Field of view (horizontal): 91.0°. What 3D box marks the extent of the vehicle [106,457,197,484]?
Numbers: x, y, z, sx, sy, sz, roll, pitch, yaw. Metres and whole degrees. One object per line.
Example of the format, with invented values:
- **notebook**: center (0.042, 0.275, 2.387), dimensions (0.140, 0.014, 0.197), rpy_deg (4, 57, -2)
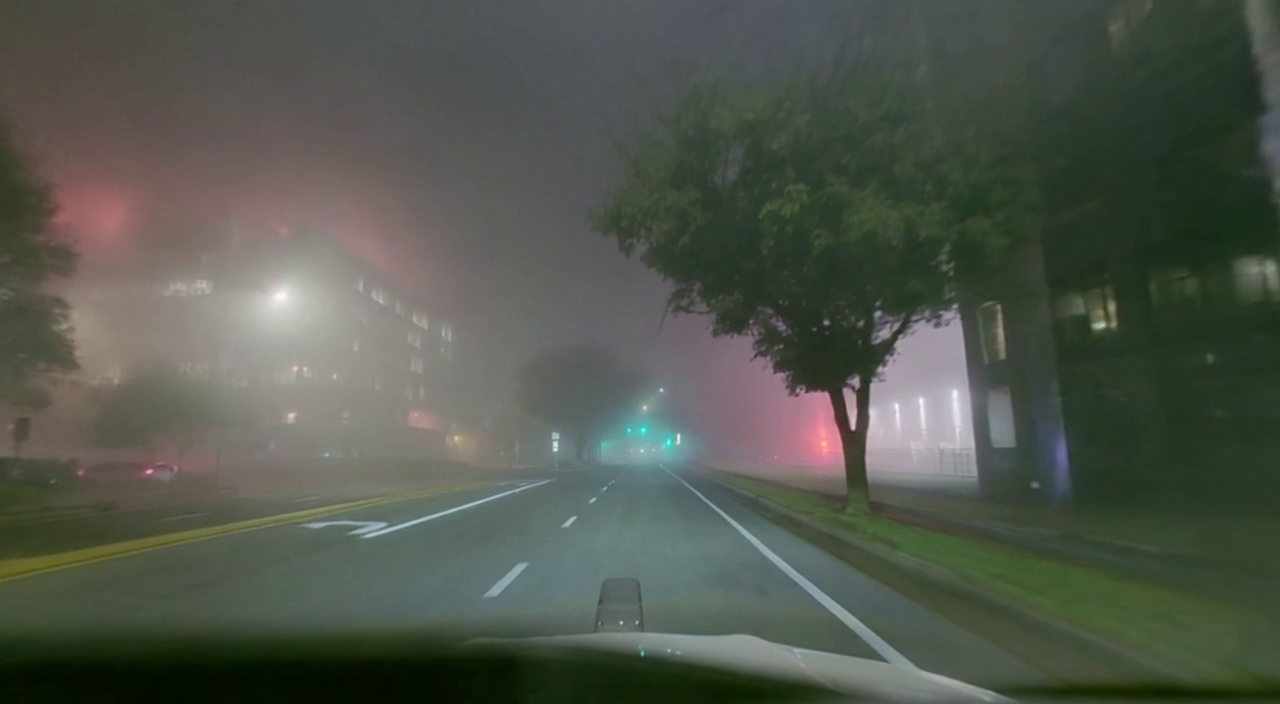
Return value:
- **vehicle**: center (-32.548, 7.889, 42.078), dimensions (4.308, 1.598, 1.891), rpy_deg (0, -8, -8)
